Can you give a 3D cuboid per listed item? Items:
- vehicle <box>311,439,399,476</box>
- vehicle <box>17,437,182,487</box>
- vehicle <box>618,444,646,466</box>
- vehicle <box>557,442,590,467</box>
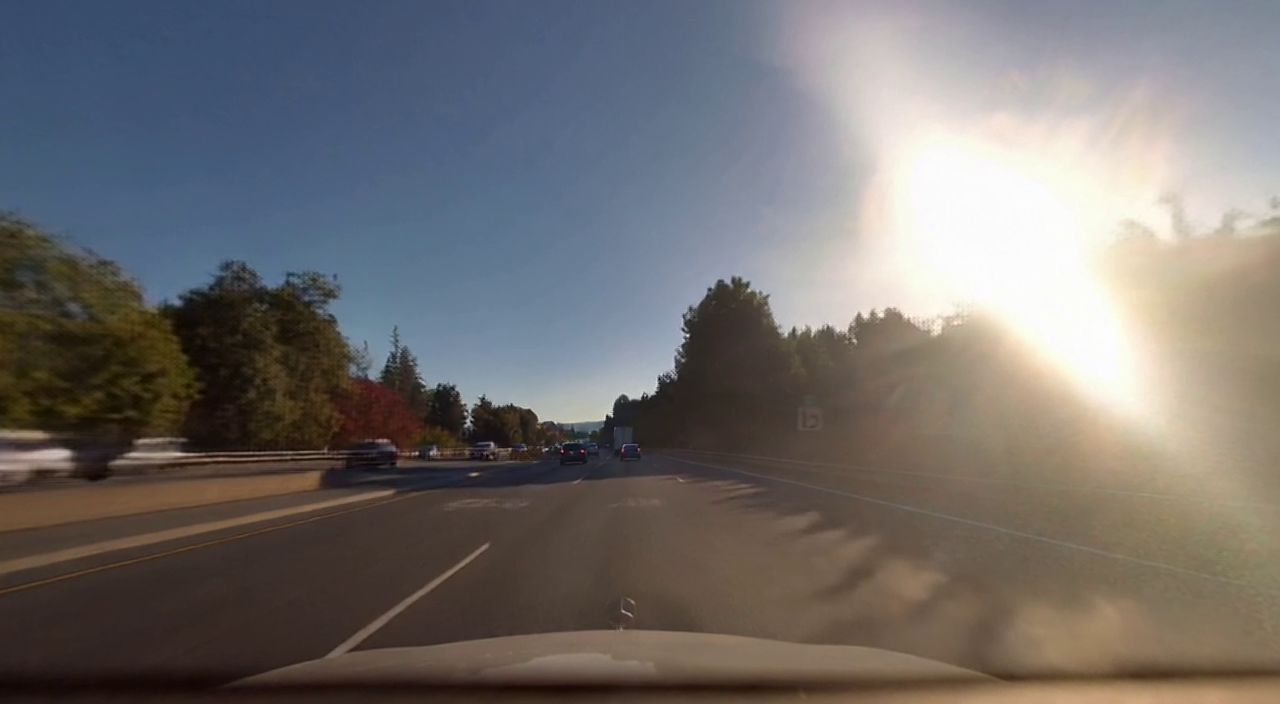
[{"bbox_3d":[-13.019,4.857,28.982,1.935,1.542,4.672,0,-9,-1],"label":"vehicle"},{"bbox_3d":[-18.013,3.685,21.206,1.857,1.496,4.189,0,-9,-1],"label":"vehicle"},{"bbox_3d":[-0.645,7.900,48.278,2.084,1.582,3.882,0,-9,-2],"label":"vehicle"},{"bbox_3d":[-4.777,7.413,45.503,2.098,1.692,4.038,0,-9,-2],"label":"vehicle"}]
